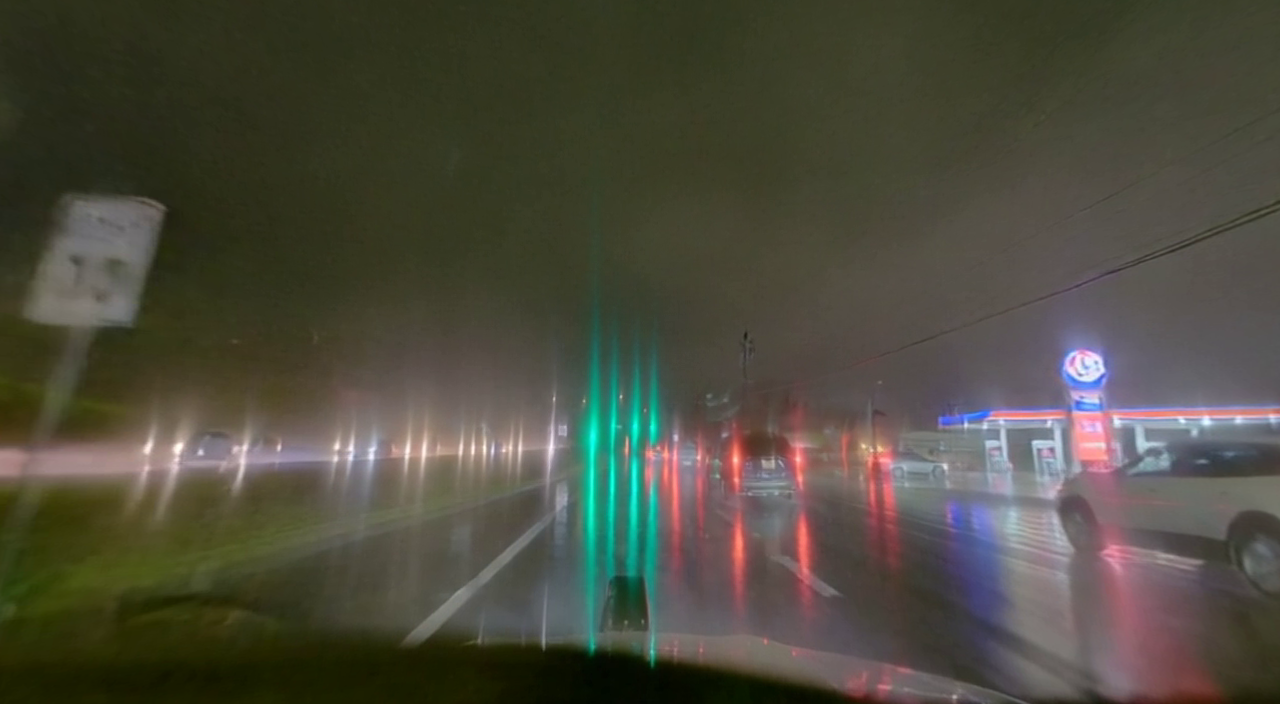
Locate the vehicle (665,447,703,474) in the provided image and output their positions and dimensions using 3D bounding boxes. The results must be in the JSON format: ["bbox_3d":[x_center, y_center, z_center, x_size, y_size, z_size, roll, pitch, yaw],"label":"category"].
[{"bbox_3d":[2.688,6.753,39.504,2.012,1.612,4.114,0,-8,-1],"label":"vehicle"}]

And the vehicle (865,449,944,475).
[{"bbox_3d":[18.304,7.638,43.718,4.587,1.710,1.969,1,-9,-7],"label":"vehicle"}]

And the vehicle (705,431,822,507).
[{"bbox_3d":[3.175,3.144,17.393,2.184,1.777,4.712,0,-8,-1],"label":"vehicle"}]

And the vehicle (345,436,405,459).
[{"bbox_3d":[-17.576,6.370,42.054,1.920,1.473,4.524,0,-8,2],"label":"vehicle"}]

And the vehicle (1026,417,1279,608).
[{"bbox_3d":[6.413,1.575,6.746,1.881,1.604,4.289,0,-8,1],"label":"vehicle"}]

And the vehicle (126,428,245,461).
[{"bbox_3d":[-21.453,4.415,30.019,2.124,1.459,4.591,0,-8,2],"label":"vehicle"}]
